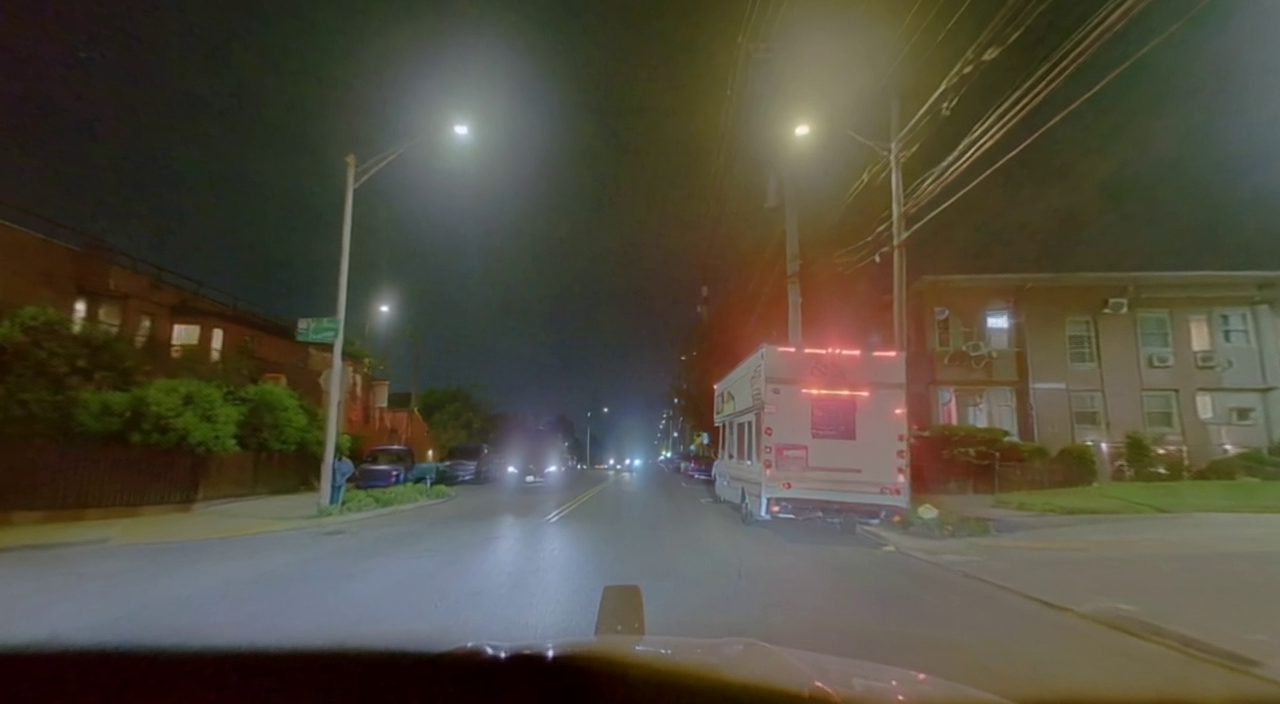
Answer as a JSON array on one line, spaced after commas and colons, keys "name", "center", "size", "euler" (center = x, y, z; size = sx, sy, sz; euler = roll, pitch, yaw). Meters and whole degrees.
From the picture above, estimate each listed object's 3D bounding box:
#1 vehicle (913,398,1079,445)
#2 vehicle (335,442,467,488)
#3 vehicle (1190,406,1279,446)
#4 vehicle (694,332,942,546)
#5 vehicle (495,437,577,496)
[{"name": "vehicle", "center": [11.570, 2.313, 20.738], "size": [4.396, 1.459, 1.749], "euler": [0, -8, -1]}, {"name": "vehicle", "center": [-10.329, 4.931, 27.678], "size": [5.093, 1.855, 2.338], "euler": [3, -10, -19]}, {"name": "vehicle", "center": [23.812, 2.803, 23.668], "size": [4.641, 1.441, 1.745], "euler": [0, -8, 2]}, {"name": "vehicle", "center": [3.085, 1.893, 13.781], "size": [2.886, 3.321, 7.809], "euler": [0, -8, -2]}, {"name": "vehicle", "center": [-3.283, 3.704, 20.835], "size": [1.952, 1.708, 4.096], "euler": [0, -8, 1]}]
